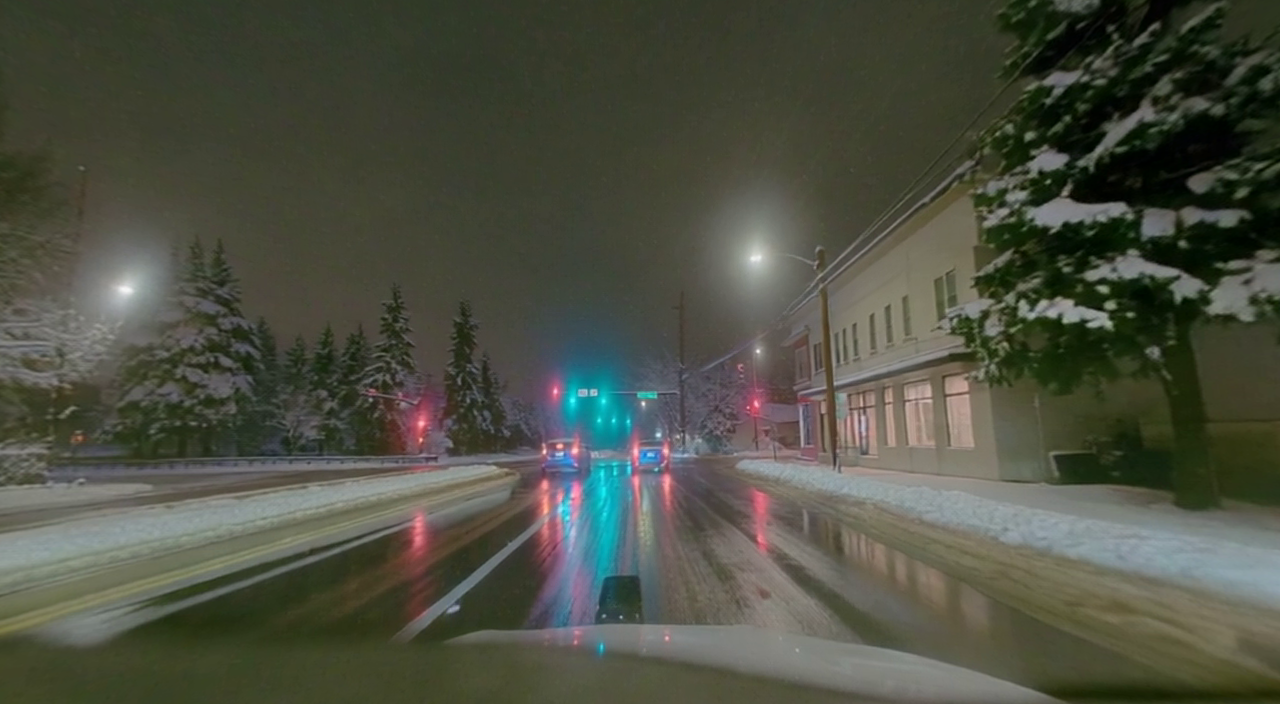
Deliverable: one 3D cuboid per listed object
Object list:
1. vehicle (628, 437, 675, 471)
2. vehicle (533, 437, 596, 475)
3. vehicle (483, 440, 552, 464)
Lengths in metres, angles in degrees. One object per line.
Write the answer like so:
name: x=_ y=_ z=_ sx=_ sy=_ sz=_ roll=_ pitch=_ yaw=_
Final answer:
vehicle: x=0.520 y=4.774 z=29.727 sx=2.059 sy=1.456 sz=4.047 roll=0 pitch=-9 yaw=0
vehicle: x=-3.100 y=4.403 z=26.928 sx=2.032 sy=1.467 sz=4.411 roll=0 pitch=-9 yaw=1
vehicle: x=-8.965 y=7.281 z=46.192 sx=4.541 sy=1.689 sz=1.966 roll=5 pitch=-10 yaw=-29
